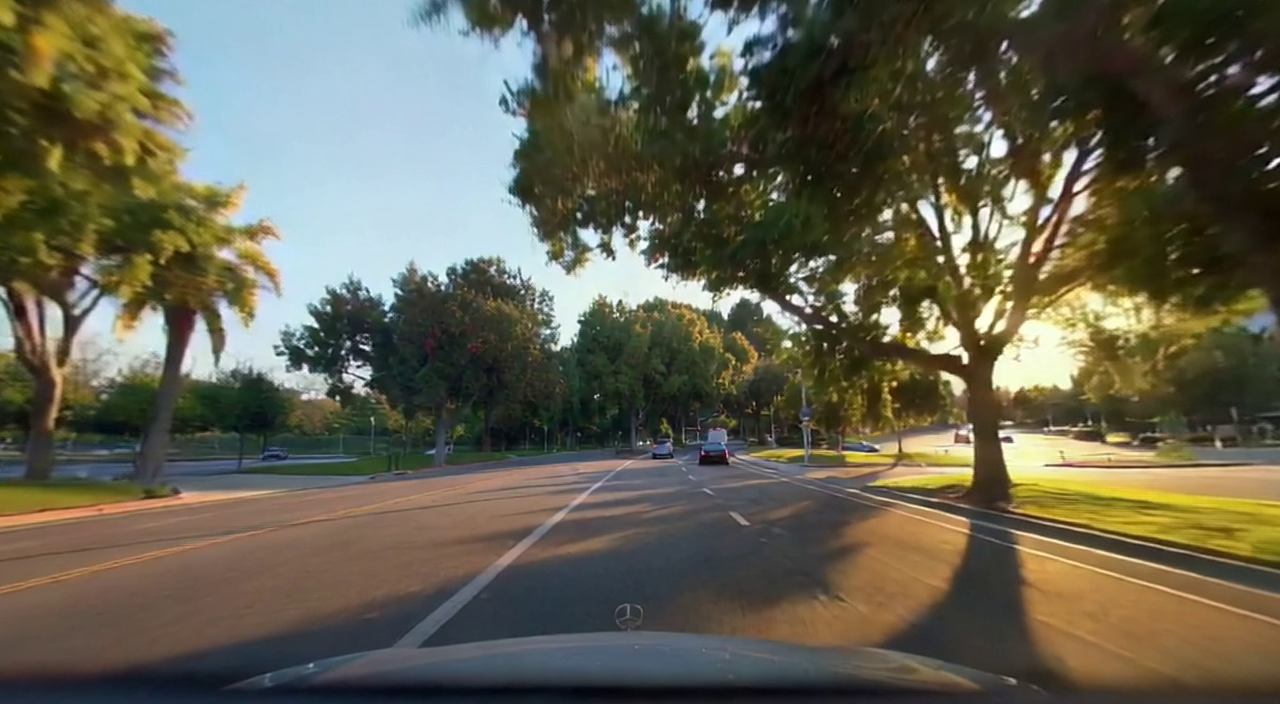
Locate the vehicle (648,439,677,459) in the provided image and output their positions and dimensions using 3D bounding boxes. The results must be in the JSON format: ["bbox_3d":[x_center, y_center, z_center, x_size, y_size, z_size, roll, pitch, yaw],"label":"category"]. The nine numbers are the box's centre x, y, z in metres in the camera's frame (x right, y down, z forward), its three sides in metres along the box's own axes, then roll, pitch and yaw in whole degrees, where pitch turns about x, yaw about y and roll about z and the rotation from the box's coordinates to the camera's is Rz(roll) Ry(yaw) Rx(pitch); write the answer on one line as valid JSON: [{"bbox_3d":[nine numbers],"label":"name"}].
[{"bbox_3d":[1.815,7.556,49.068,2.066,1.482,4.273,-1,-8,4],"label":"vehicle"}]

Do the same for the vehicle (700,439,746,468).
[{"bbox_3d":[4.524,5.608,35.009,1.989,1.497,4.436,0,-8,1],"label":"vehicle"}]
